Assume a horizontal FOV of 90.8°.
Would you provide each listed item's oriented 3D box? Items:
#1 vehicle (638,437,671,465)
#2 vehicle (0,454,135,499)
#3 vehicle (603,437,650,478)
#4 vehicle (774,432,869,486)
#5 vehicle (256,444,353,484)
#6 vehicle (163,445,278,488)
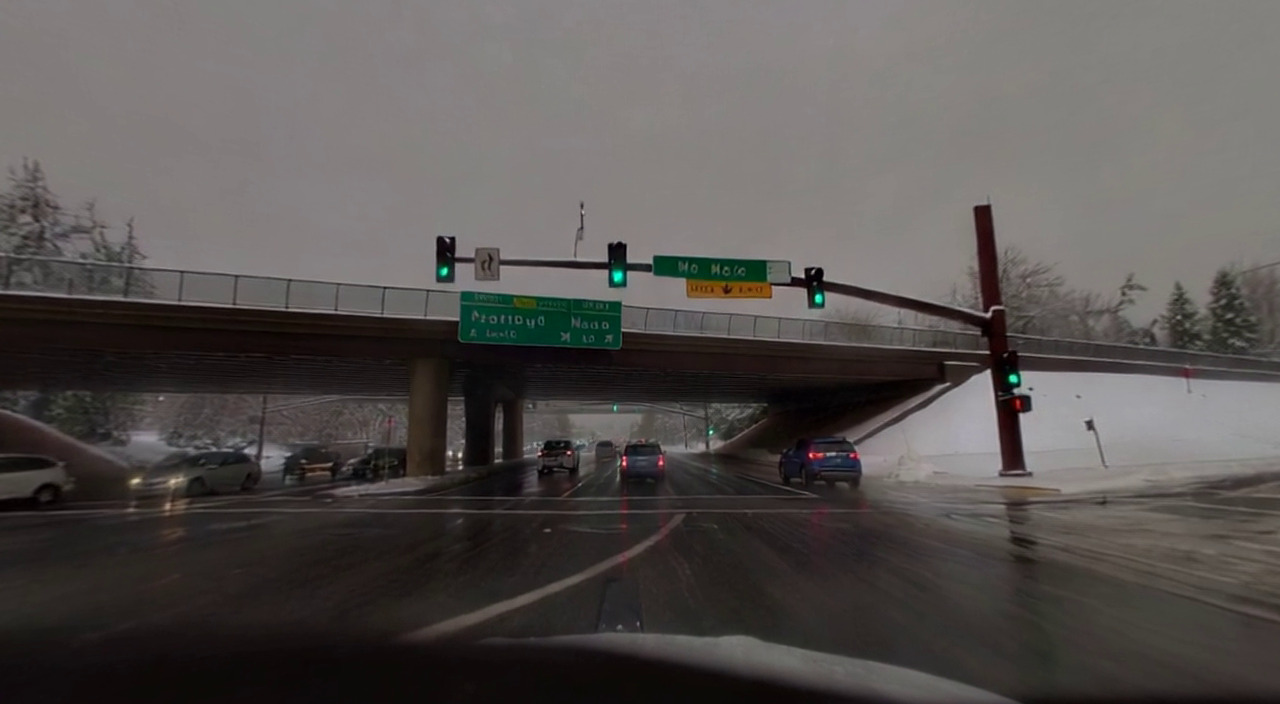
[{"bbox_3d":[1.128,7.406,47.461,2.342,2.026,4.642,-1,-8,3],"label":"vehicle"},{"bbox_3d":[-23.403,4.994,25.705,1.849,1.539,4.665,0,-8,-1],"label":"vehicle"},{"bbox_3d":[-0.559,4.989,30.215,2.060,1.768,4.681,0,-8,1],"label":"vehicle"},{"bbox_3d":[6.491,3.869,23.204,2.074,1.785,4.320,0,-8,-2],"label":"vehicle"},{"bbox_3d":[-16.374,5.460,31.204,2.132,1.664,4.720,-2,-8,2],"label":"vehicle"},{"bbox_3d":[-19.240,5.214,29.324,1.990,1.789,4.973,0,-8,-2],"label":"vehicle"}]
